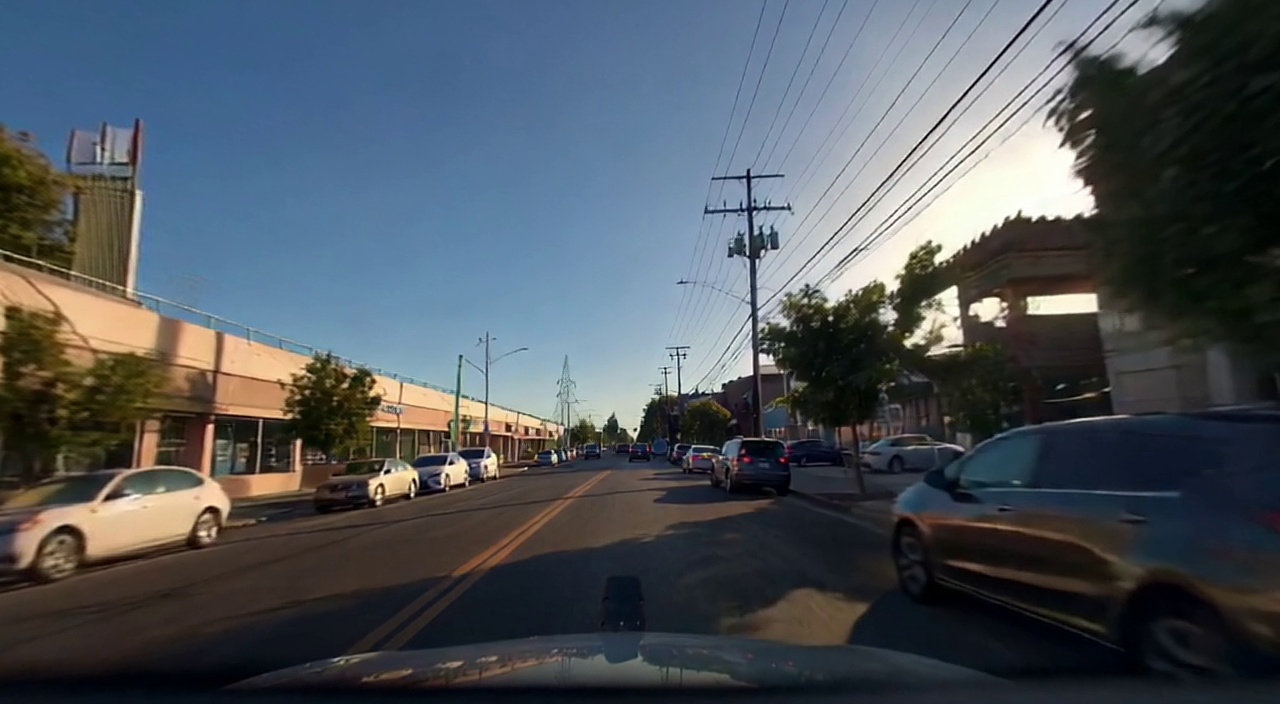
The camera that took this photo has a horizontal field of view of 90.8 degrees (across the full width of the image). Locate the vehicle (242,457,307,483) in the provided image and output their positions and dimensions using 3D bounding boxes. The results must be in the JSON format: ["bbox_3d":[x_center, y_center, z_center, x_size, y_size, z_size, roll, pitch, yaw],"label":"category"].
[{"bbox_3d":[-23.428,7.540,40.639,1.866,1.397,3.991,-2,-9,-2],"label":"vehicle"}]

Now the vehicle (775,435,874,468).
[{"bbox_3d":[9.954,5.394,34.405,4.744,1.610,1.921,-2,-8,1],"label":"vehicle"}]

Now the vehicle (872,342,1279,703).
[{"bbox_3d":[3.446,1.130,4.224,1.962,1.752,4.478,0,-10,-1],"label":"vehicle"}]

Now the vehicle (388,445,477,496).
[{"bbox_3d":[-8.530,4.859,26.517,2.045,1.820,4.858,0,-7,0],"label":"vehicle"}]

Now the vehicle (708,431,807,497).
[{"bbox_3d":[3.493,3.442,19.796,2.088,1.765,4.704,0,-9,-1],"label":"vehicle"}]

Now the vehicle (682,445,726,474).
[{"bbox_3d":[3.431,5.886,34.809,1.866,1.439,4.482,0,-9,-1],"label":"vehicle"}]

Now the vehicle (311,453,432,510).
[{"bbox_3d":[-8.676,4.190,20.987,2.022,1.501,4.860,0,-7,-1],"label":"vehicle"}]

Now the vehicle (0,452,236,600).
[{"bbox_3d":[-8.565,2.450,9.647,1.860,1.565,4.569,-2,-7,-1],"label":"vehicle"}]
